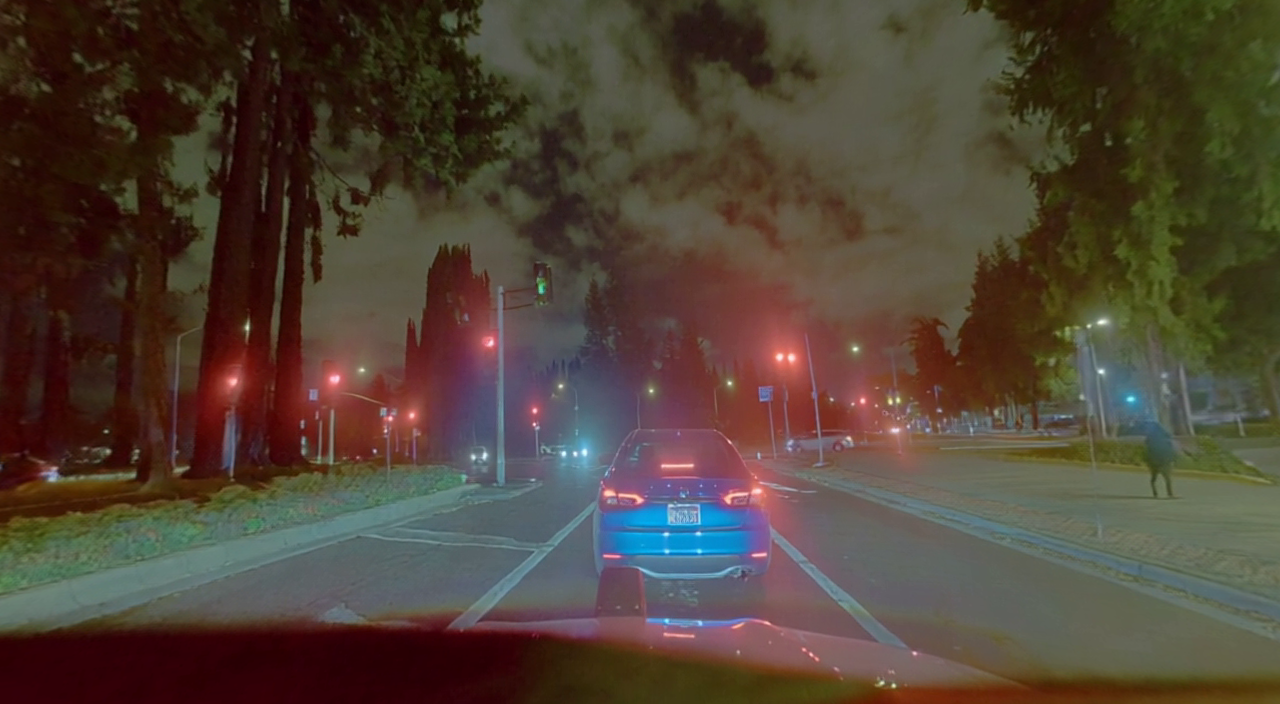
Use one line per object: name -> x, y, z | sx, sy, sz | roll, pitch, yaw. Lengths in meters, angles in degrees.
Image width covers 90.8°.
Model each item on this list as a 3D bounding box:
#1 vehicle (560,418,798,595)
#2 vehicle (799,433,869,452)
vehicle -> 0.370, 1.615, 7.393 | 2.035, 1.499, 3.799 | 0, -8, 1
vehicle -> 15.091, 7.069, 49.329 | 4.830, 1.461, 1.883 | 0, -8, 2
